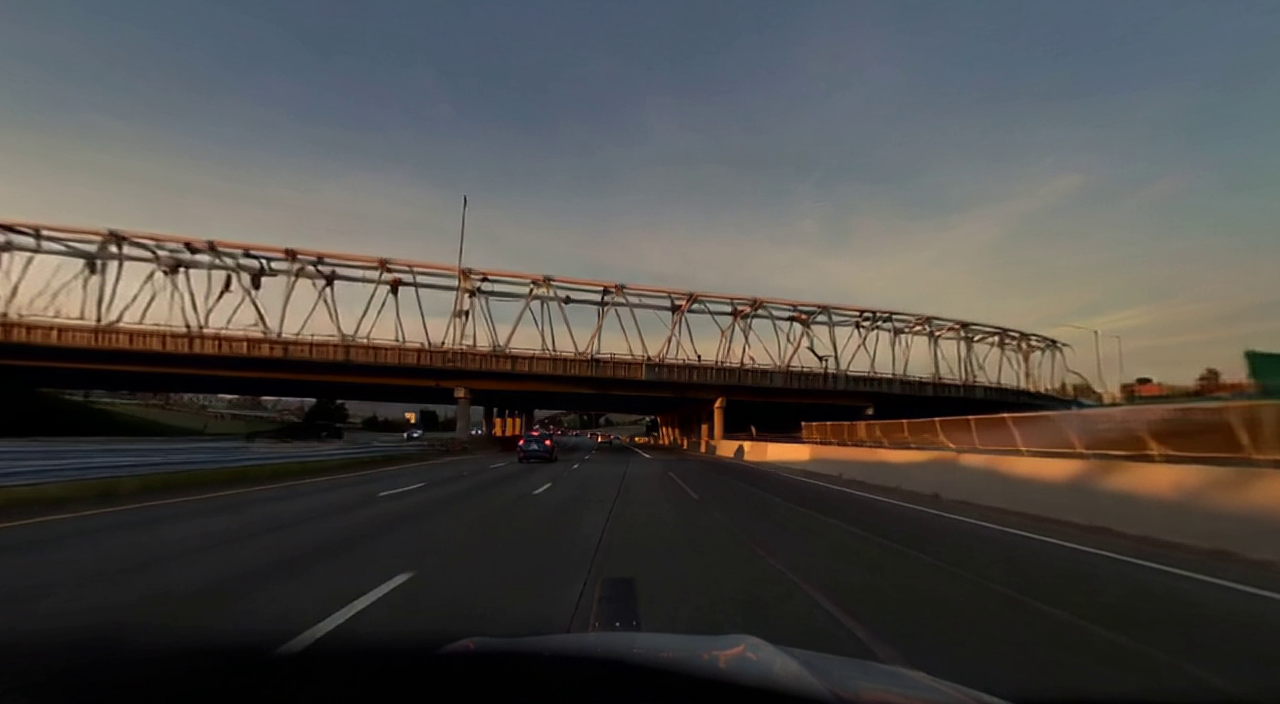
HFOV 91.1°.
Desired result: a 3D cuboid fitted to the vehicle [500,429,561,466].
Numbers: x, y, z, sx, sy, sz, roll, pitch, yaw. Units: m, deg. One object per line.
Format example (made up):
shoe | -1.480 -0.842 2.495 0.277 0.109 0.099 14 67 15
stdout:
vehicle | -5.087 4.485 29.906 2.123 1.601 4.887 0 -8 -1
